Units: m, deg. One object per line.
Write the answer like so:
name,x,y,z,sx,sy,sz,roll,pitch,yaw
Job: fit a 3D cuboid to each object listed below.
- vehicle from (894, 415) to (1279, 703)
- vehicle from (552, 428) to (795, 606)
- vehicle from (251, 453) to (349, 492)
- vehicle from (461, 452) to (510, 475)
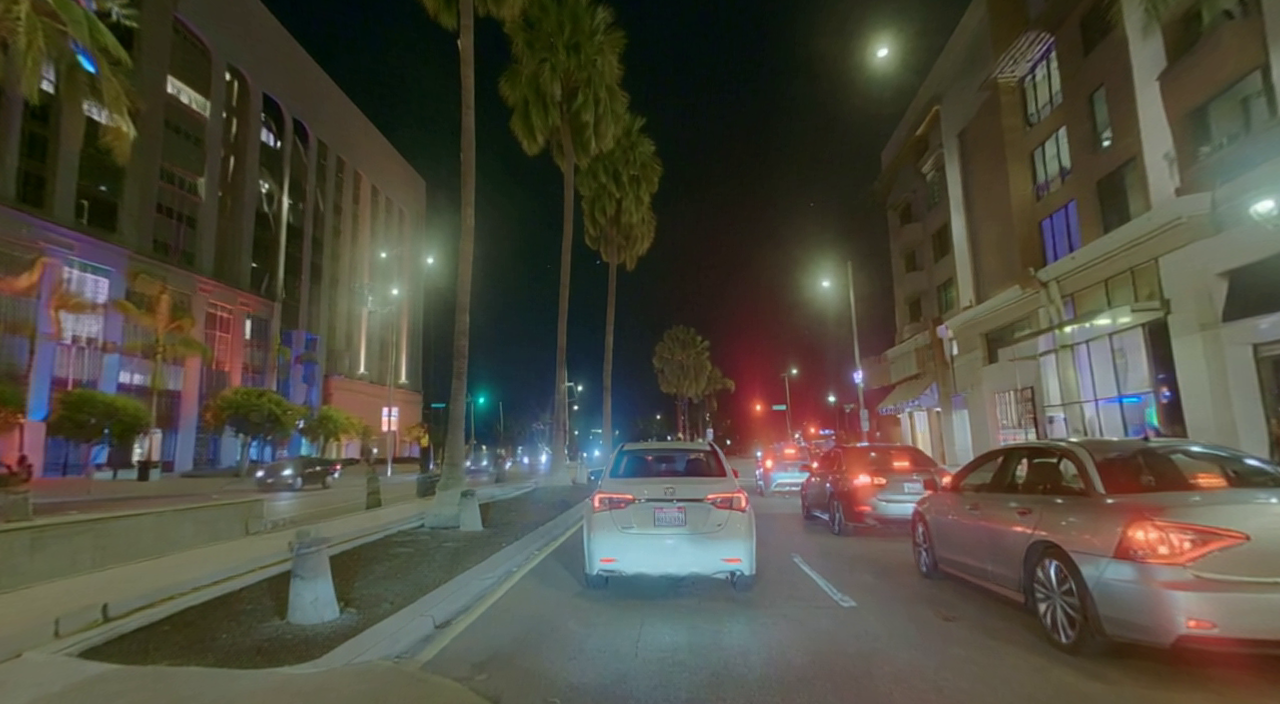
vehicle,3.640,1.299,4.582,1.913,1.469,4.425,-1,-9,3
vehicle,0.325,1.700,7.327,2.078,1.503,3.681,0,-9,1
vehicle,-15.343,5.424,28.769,1.801,1.563,4.015,-2,-9,9
vehicle,-12.112,8.743,49.767,2.078,1.662,4.436,-2,-9,9
